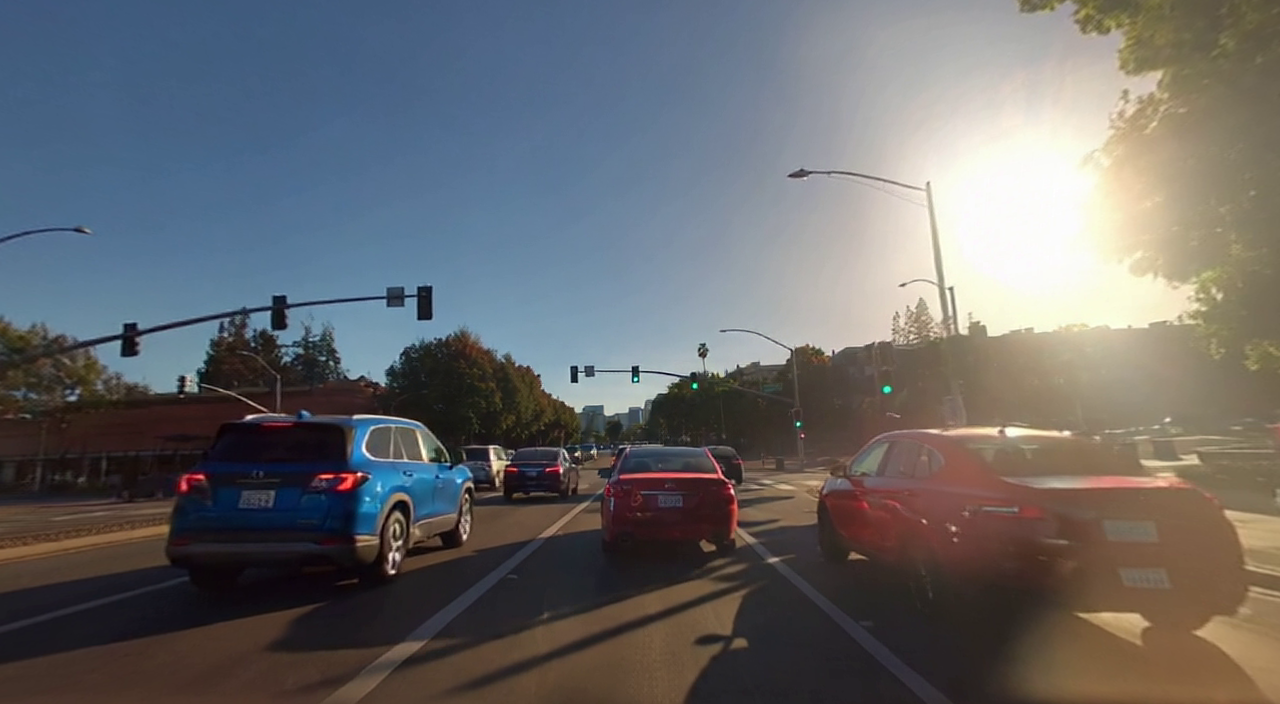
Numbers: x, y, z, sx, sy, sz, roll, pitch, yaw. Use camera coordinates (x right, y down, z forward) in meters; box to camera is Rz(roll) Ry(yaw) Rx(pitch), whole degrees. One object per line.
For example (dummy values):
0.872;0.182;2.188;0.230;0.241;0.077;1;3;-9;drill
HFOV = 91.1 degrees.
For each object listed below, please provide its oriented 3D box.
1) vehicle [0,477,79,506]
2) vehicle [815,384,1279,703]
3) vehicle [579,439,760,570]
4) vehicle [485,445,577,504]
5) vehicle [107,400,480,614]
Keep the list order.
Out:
-35.099;7.898;35.755;4.401;1.464;1.980;0;-8;2;vehicle
3.175;1.382;5.749;1.880;1.747;4.500;0;-8;1;vehicle
0.292;2.026;9.134;2.051;1.460;3.932;0;-8;-1;vehicle
-3.029;3.493;18.374;1.868;1.516;4.114;0;-8;1;vehicle
-3.446;1.605;7.439;1.889;1.767;4.289;0;-8;1;vehicle
